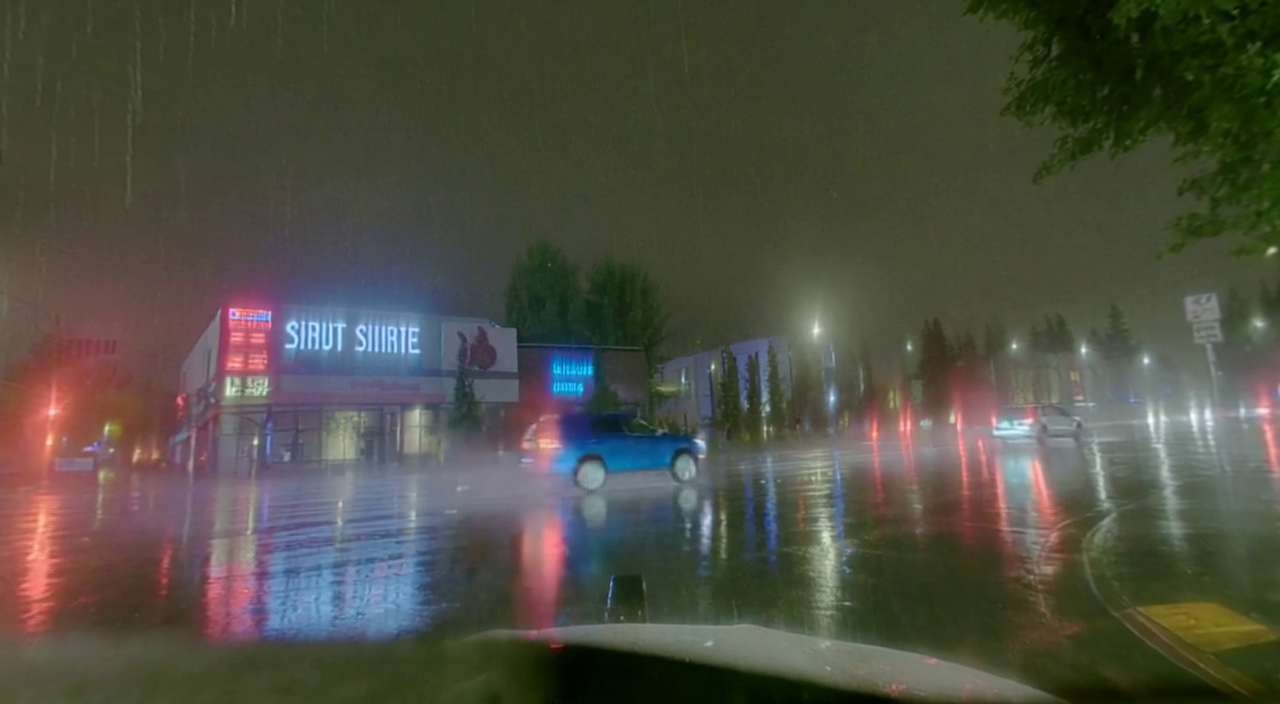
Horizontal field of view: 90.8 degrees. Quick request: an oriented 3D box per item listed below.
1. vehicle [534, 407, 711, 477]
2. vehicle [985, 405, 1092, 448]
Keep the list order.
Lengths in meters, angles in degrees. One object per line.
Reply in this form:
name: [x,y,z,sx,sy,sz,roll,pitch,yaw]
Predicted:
vehicle: [-0.446,2.621,18.309,4.689,1.758,2.146,5,-10,-33]
vehicle: [16.313,3.092,25.797,4.377,1.624,1.953,6,-10,-34]
